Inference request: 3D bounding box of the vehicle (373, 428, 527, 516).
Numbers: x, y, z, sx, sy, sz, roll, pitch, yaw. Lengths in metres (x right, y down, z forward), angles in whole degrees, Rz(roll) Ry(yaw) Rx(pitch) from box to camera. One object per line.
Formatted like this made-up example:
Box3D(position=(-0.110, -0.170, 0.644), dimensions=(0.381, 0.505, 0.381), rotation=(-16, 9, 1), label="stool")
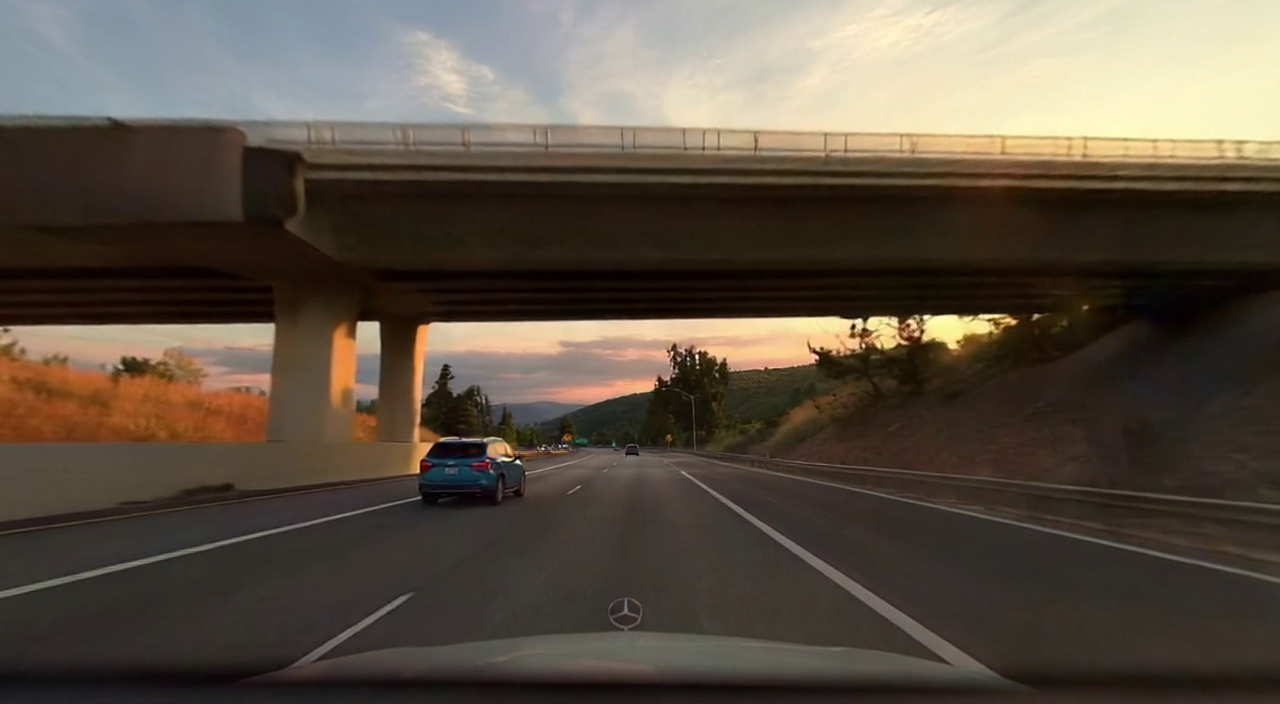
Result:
Box3D(position=(-4.274, 2.800, 15.184), dimensions=(2.221, 1.750, 4.706), rotation=(0, -9, 0), label="vehicle")
